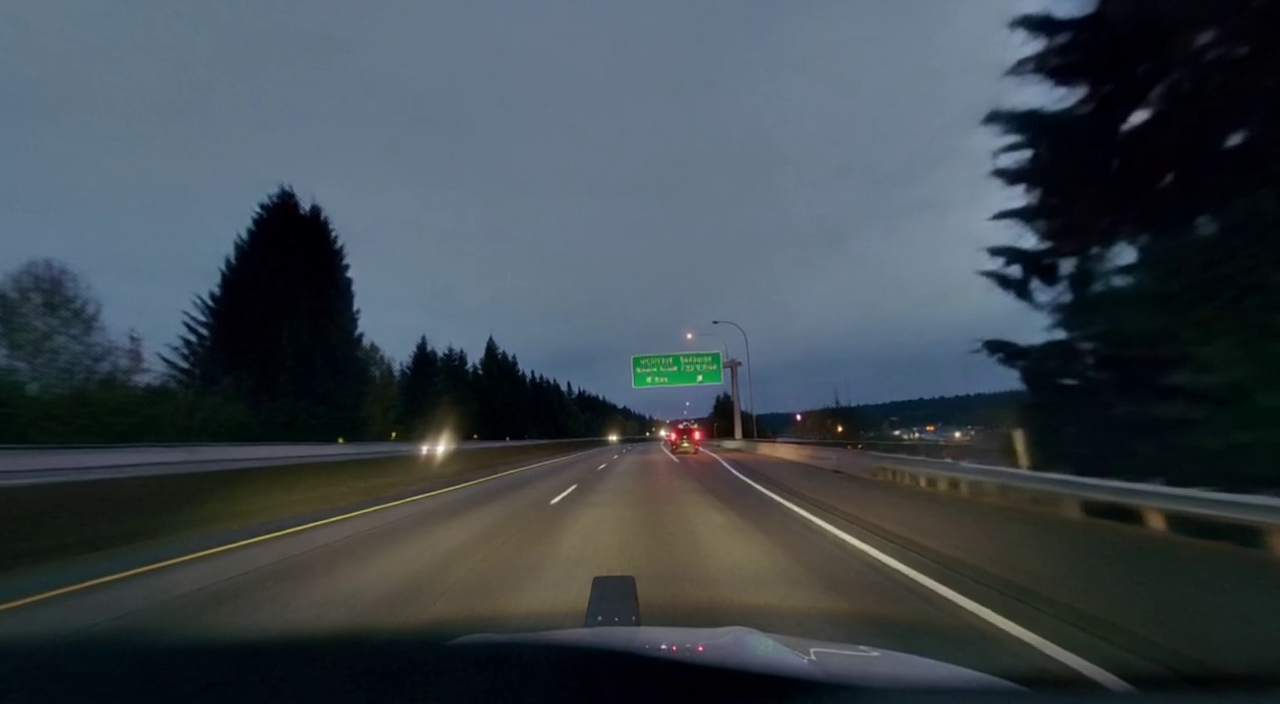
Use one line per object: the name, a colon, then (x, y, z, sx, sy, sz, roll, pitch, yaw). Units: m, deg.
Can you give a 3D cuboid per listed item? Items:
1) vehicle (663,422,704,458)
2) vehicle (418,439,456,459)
vehicle: (2.894, 6.039, 43.138, 2.450, 2.314, 4.753, 0, -8, 0)
vehicle: (-15.441, 7.401, 48.074, 1.727, 1.439, 3.695, 0, -8, -1)
